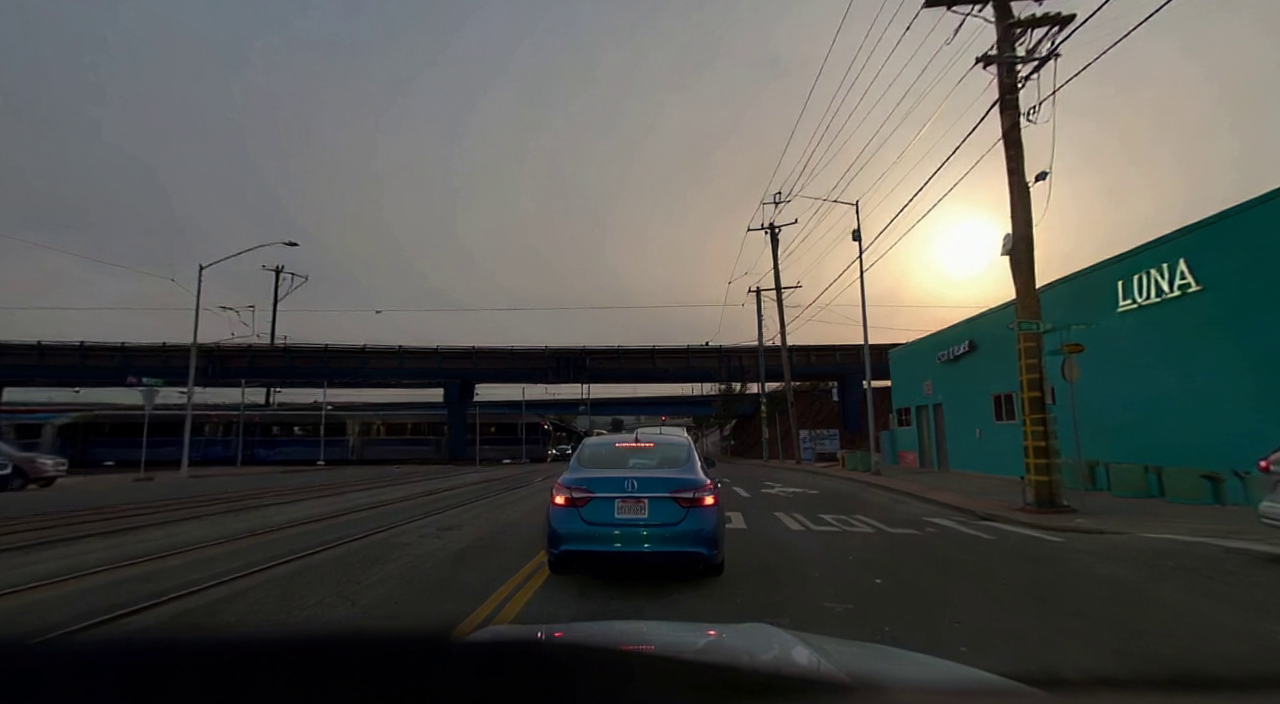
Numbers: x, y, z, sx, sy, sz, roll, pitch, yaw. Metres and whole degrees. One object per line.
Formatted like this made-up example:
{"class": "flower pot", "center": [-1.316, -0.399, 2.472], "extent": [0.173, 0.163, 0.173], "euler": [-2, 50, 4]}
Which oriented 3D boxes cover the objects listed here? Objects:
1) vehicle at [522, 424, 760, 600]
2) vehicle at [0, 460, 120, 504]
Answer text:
{"class": "vehicle", "center": [0.094, 1.712, 7.622], "extent": [2.090, 1.518, 4.033], "euler": [-1, -9, 3]}
{"class": "vehicle", "center": [-21.928, 4.686, 22.845], "extent": [4.566, 1.453, 1.935], "euler": [-1, -9, 5]}
